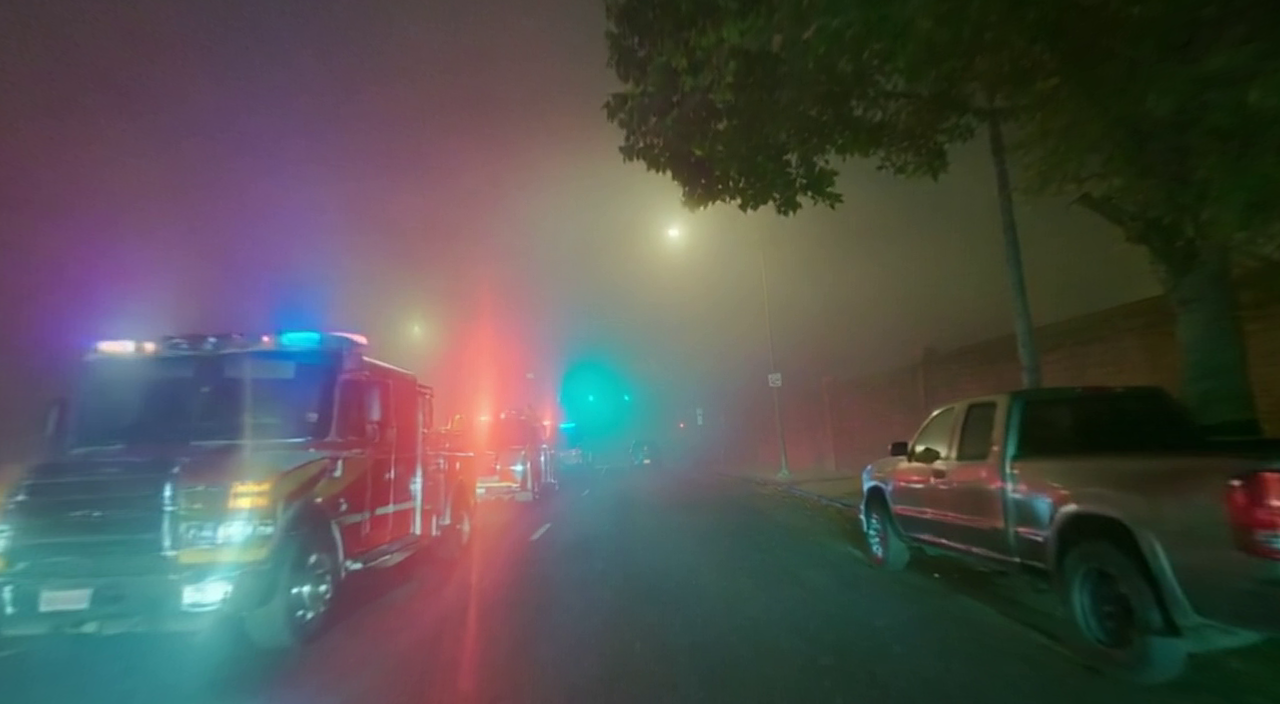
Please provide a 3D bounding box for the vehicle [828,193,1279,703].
[{"bbox_3d":[4.073,0.887,5.185,3.411,2.429,5.271,0,-8,0],"label":"vehicle"}]

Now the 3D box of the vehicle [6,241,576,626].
[{"bbox_3d":[-3.239,1.281,9.837,3.644,3.138,9.346,0,-8,-1],"label":"vehicle"}]

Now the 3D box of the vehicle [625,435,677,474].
[{"bbox_3d":[0.456,5.213,32.335,2.332,1.831,4.930,0,-8,-2],"label":"vehicle"}]
